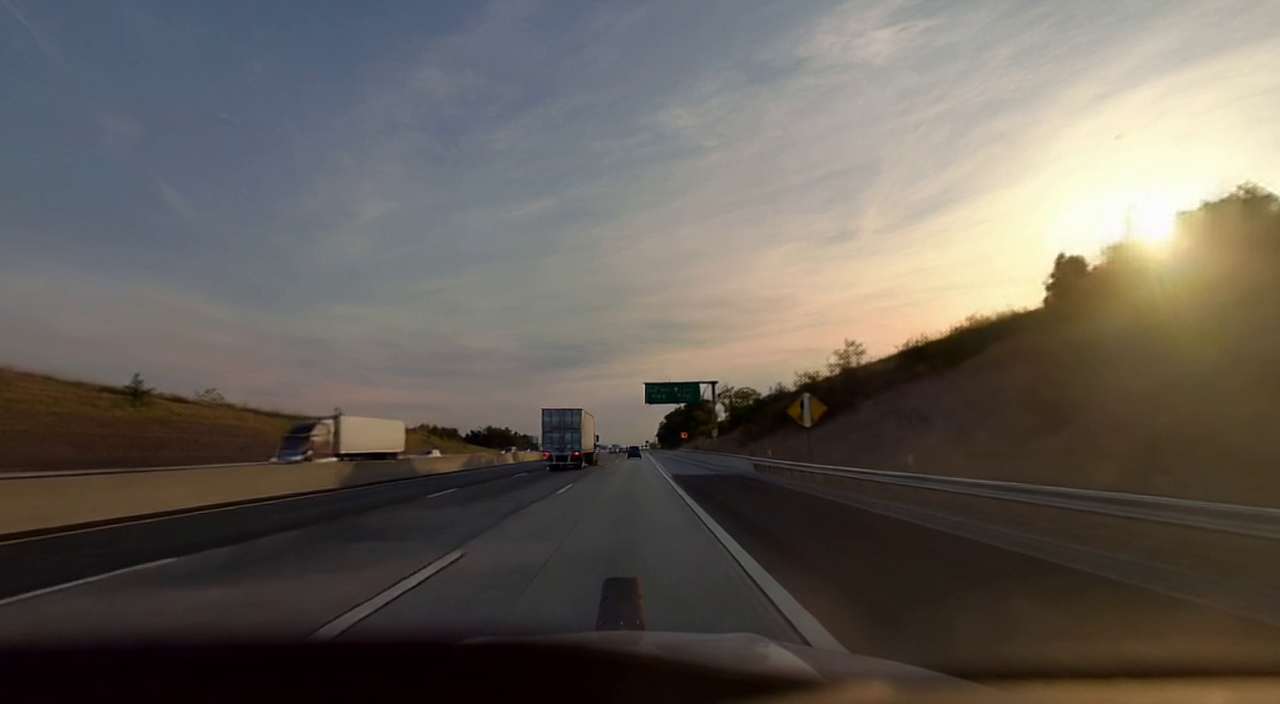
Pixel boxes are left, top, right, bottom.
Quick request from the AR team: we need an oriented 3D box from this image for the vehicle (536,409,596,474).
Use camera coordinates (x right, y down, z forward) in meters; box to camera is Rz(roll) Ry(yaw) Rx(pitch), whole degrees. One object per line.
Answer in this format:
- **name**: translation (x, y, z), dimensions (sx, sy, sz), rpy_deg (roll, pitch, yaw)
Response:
- **vehicle**: translation (-4.258, 5.398, 37.660), dimensions (2.707, 3.461, 7.191), rpy_deg (0, -9, 0)

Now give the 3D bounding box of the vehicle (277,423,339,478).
- **vehicle**: translation (-24.481, 7.262, 46.673), dimensions (2.906, 3.916, 2.637), rpy_deg (0, -9, -1)
